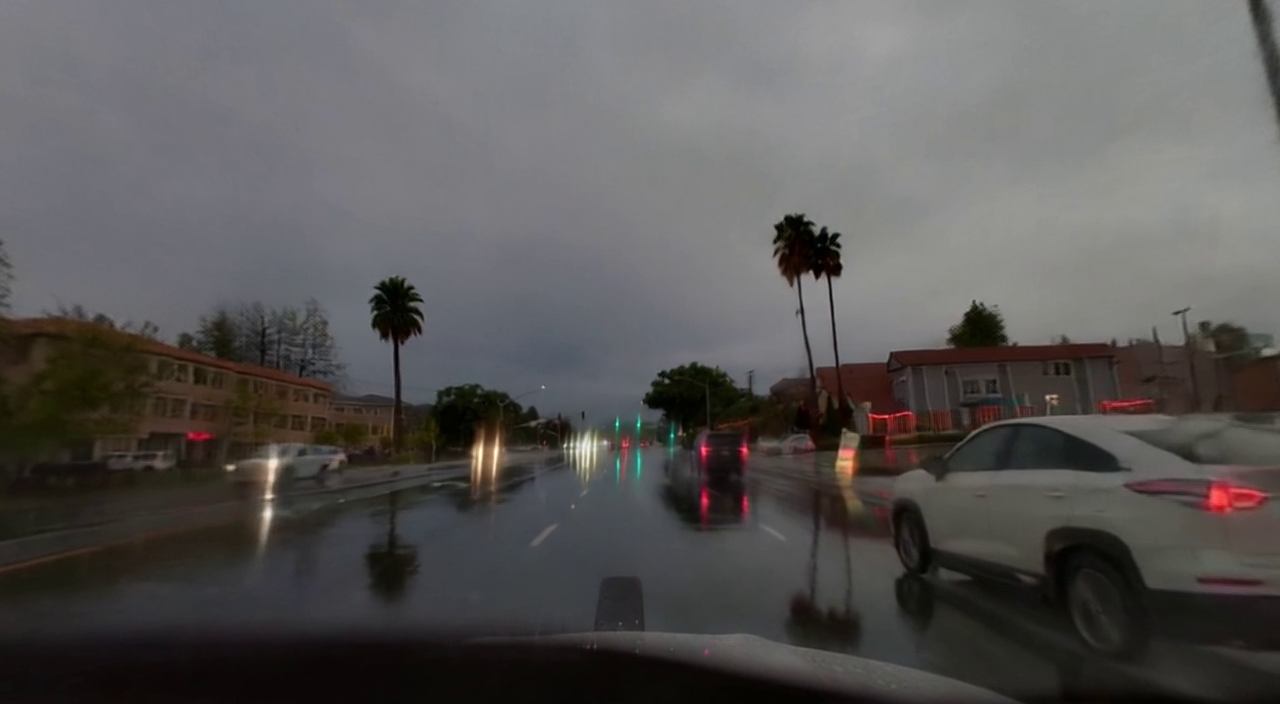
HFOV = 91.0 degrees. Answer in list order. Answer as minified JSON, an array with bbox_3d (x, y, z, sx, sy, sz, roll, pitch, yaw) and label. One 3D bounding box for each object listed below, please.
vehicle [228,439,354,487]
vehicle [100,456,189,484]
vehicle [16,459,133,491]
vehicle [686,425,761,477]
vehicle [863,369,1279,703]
[{"bbox_3d":[-15.401,4.911,28.295,2.315,1.911,5.751,0,-8,1],"label":"vehicle"},{"bbox_3d":[-30.179,7.179,38.507,1.871,1.534,4.524,0,-8,-2],"label":"vehicle"},{"bbox_3d":[-29.981,6.489,33.600,1.820,1.454,4.709,0,-8,0],"label":"vehicle"},{"bbox_3d":[3.253,3.997,25.555,2.244,1.901,4.561,0,-8,-2],"label":"vehicle"},{"bbox_3d":[3.632,1.225,5.019,2.084,1.682,4.148,0,-8,-1],"label":"vehicle"}]
